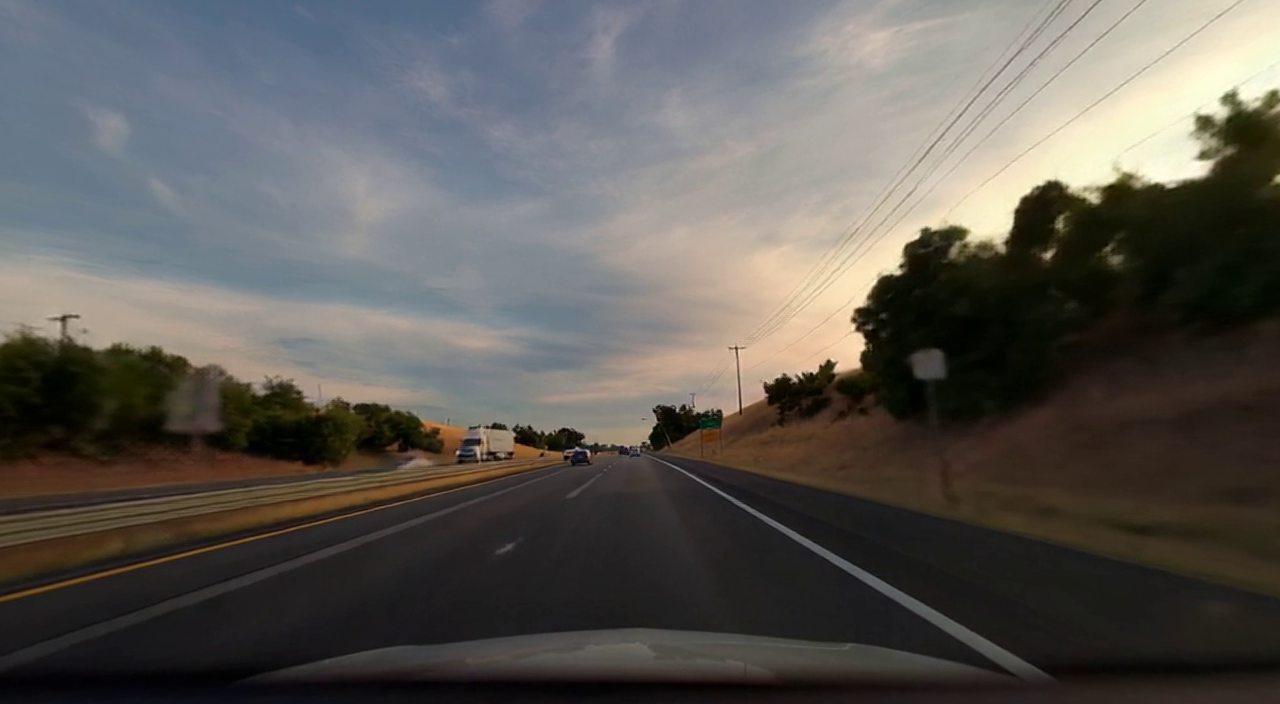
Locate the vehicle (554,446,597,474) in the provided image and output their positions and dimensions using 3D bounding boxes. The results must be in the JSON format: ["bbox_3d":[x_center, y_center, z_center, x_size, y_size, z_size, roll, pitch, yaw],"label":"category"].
[{"bbox_3d":[-3.797,6.473,37.622,2.123,1.545,4.404,0,-9,0],"label":"vehicle"}]

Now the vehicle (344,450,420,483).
[{"bbox_3d":[-12.744,5.642,31.241,1.923,1.482,4.325,0,-9,0],"label":"vehicle"}]
